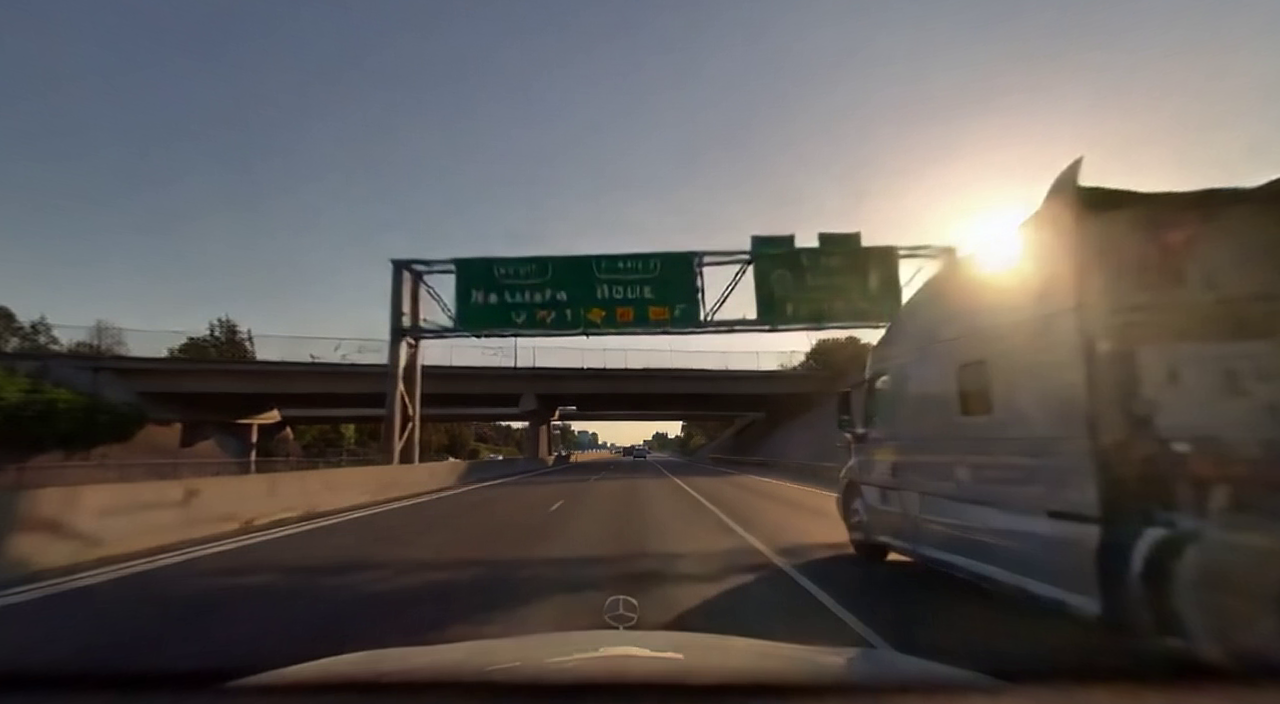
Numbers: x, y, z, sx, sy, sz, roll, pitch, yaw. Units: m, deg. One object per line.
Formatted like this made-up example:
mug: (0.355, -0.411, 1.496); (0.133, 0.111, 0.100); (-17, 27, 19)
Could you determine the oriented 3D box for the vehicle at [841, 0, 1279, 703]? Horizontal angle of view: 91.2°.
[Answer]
vehicle: (4.073, -0.175, 2.426); (3.027, 3.989, 10.585); (0, -9, 0)
